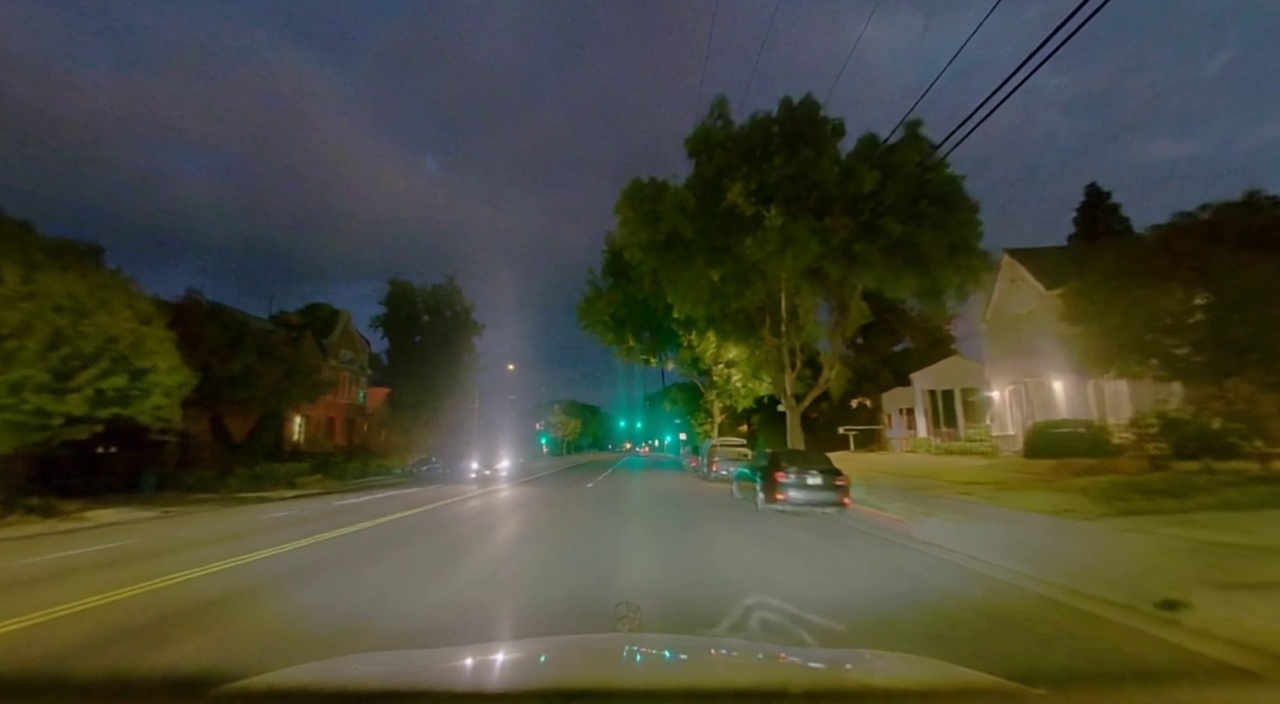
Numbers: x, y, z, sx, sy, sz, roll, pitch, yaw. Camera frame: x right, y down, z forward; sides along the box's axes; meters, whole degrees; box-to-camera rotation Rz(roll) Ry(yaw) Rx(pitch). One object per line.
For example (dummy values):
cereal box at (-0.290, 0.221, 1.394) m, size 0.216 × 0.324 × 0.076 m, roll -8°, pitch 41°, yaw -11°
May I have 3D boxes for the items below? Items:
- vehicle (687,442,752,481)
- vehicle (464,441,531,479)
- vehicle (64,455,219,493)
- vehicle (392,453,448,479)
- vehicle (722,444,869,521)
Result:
vehicle at (3.414, 4.830, 28.215) m, size 2.034 × 1.551 × 5.272 m, roll 0°, pitch -9°, yaw -2°
vehicle at (-7.183, 5.497, 32.430) m, size 2.120 × 1.726 × 5.445 m, roll 0°, pitch -9°, yaw 0°
vehicle at (-21.219, 5.187, 27.054) m, size 4.870 × 1.529 × 2.004 m, roll 0°, pitch -9°, yaw 0°
vehicle at (-13.977, 7.258, 40.454) m, size 2.021 × 1.513 × 4.568 m, roll 0°, pitch -9°, yaw -1°
vehicle at (3.373, 2.951, 14.946) m, size 2.158 × 1.477 × 5.135 m, roll 0°, pitch -9°, yaw 0°
